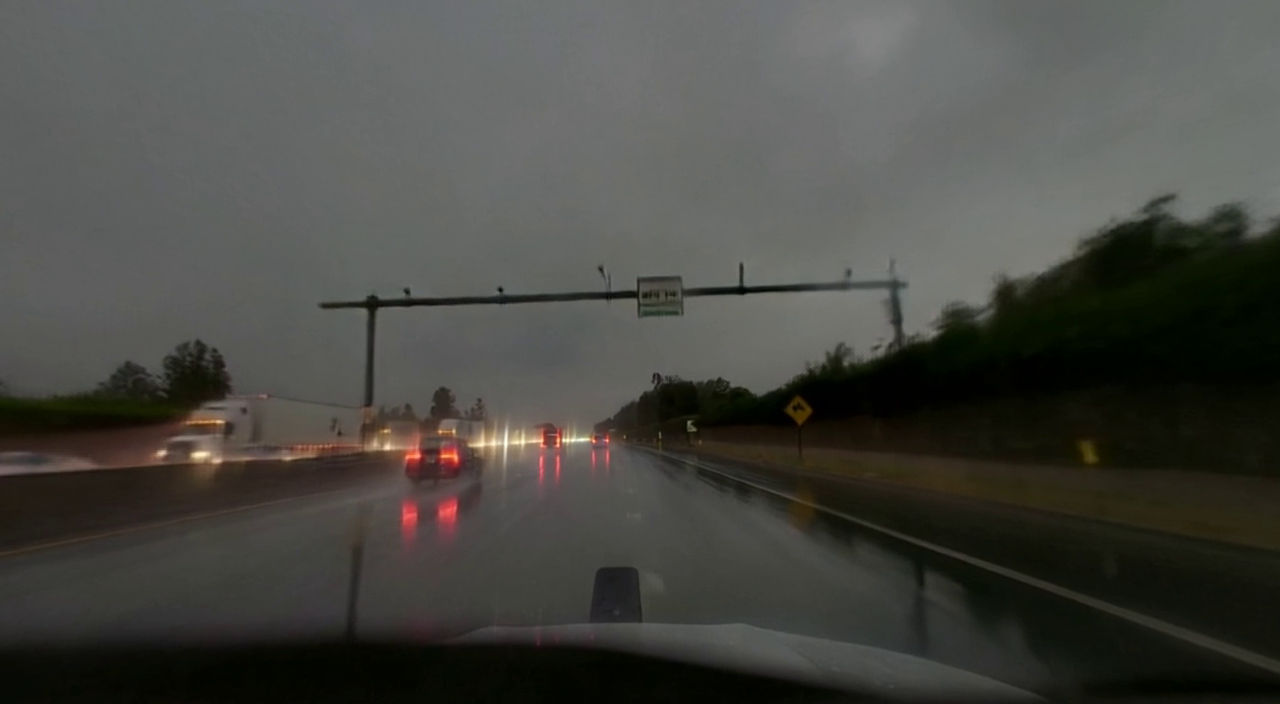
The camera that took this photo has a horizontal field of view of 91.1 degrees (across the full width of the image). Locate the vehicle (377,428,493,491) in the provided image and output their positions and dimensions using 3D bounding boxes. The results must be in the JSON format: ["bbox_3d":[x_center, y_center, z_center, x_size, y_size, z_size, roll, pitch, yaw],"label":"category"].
[{"bbox_3d":[-5.623,2.978,17.826,1.953,1.550,4.167,0,-8,-1],"label":"vehicle"}]

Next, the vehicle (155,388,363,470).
[{"bbox_3d":[-22.477,4.956,39.463,3.348,3.923,16.919,-1,-8,-3],"label":"vehicle"}]

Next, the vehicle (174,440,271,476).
[{"bbox_3d":[-18.519,4.698,28.118,1.790,1.460,3.806,0,-8,-1],"label":"vehicle"}]
